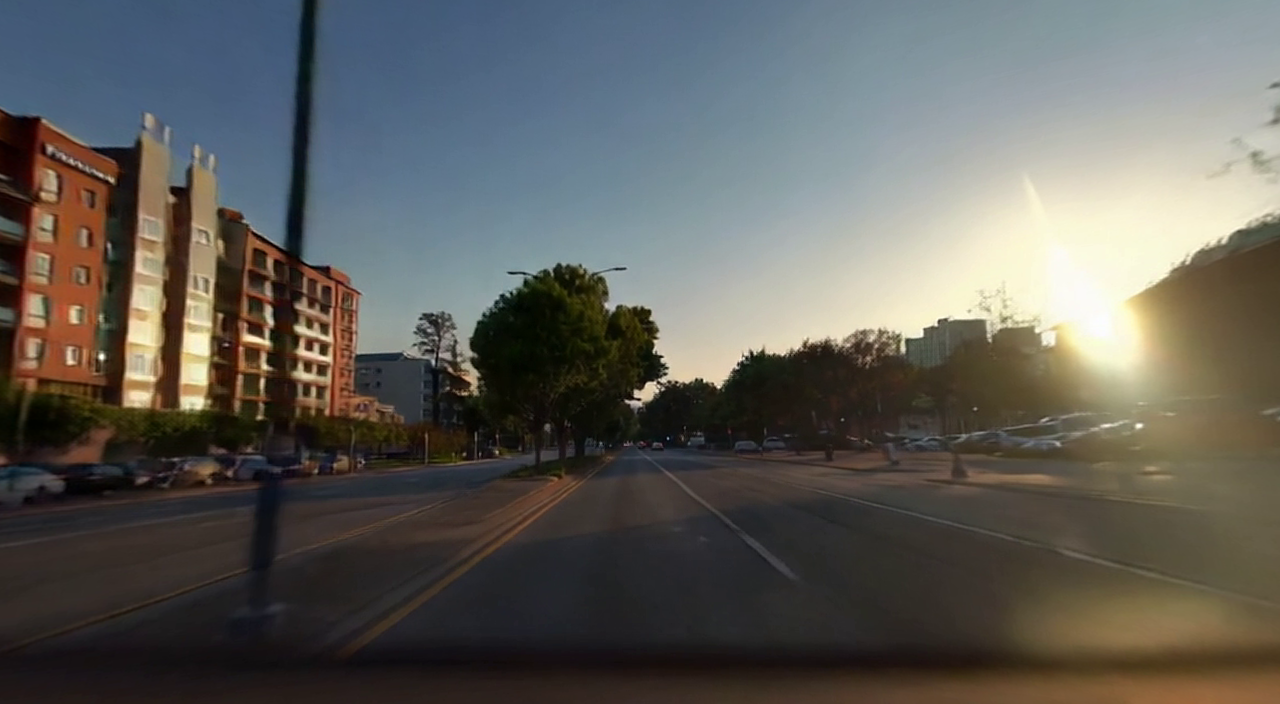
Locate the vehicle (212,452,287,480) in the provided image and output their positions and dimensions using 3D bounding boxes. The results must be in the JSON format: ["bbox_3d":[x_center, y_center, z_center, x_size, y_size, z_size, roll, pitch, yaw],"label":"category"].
[{"bbox_3d":[-25.965,7.546,42.192,1.911,1.706,4.327,-1,-8,6],"label":"vehicle"}]

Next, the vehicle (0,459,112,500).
[{"bbox_3d":[-26.052,5.596,27.752,3.950,1.481,1.959,1,-8,-26],"label":"vehicle"}]

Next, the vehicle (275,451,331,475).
[{"bbox_3d":[-25.476,8.377,47.938,1.979,1.652,4.678,0,-8,-5],"label":"vehicle"}]
